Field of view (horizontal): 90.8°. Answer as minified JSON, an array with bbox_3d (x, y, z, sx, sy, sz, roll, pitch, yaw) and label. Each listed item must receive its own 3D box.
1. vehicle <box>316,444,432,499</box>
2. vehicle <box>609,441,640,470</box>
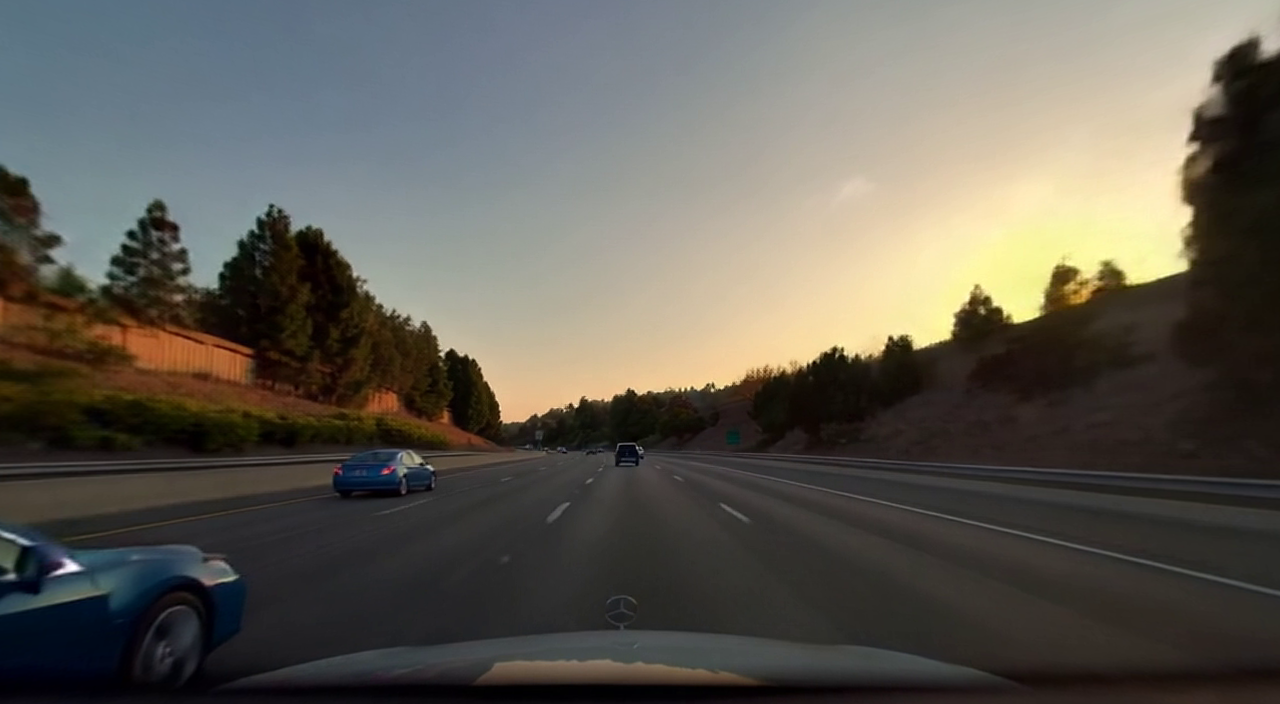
[{"bbox_3d":[-7.934,3.572,19.287,1.915,1.479,3.843,0,-9,-1],"label":"vehicle"},{"bbox_3d":[-1.109,7.152,43.779,1.990,1.878,4.079,0,-9,-3],"label":"vehicle"}]
